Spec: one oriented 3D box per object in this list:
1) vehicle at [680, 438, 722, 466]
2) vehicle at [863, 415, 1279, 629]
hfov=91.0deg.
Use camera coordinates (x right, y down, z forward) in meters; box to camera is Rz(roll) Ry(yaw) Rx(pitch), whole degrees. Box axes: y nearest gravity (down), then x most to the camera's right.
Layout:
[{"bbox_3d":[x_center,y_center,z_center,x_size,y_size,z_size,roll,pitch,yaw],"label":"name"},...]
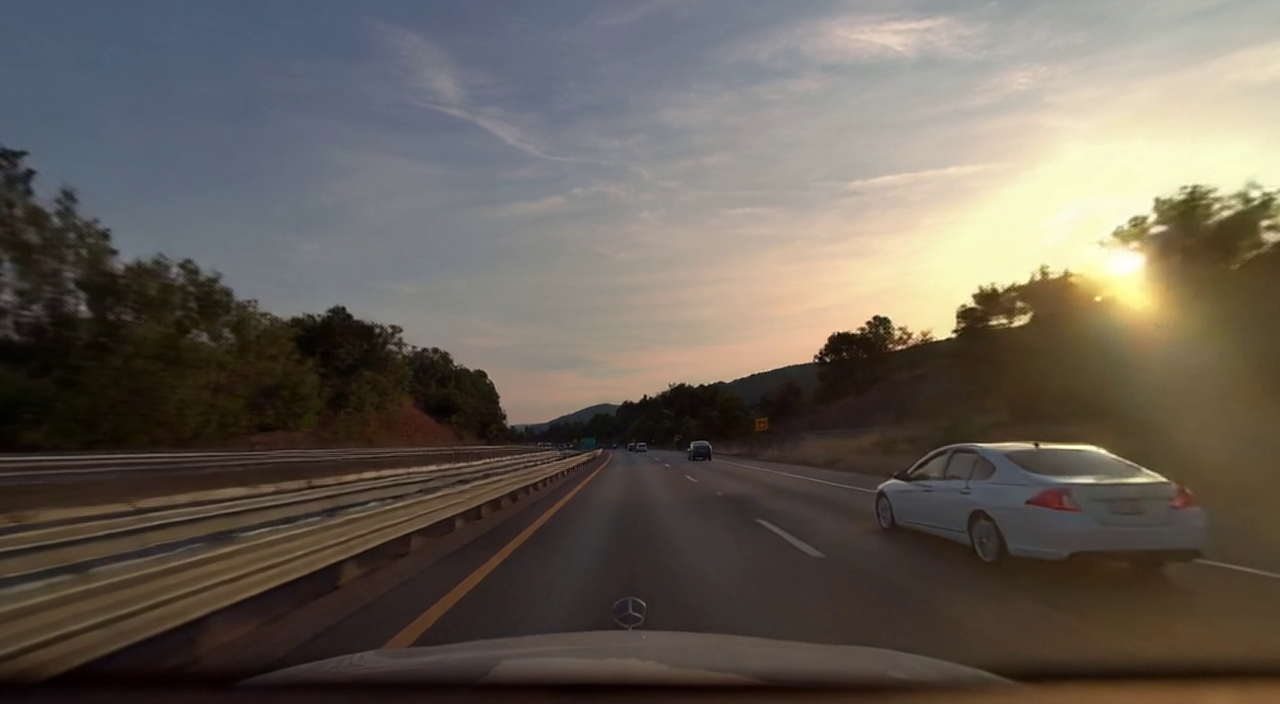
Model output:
[{"bbox_3d":[3.479,5.759,36.418,1.945,1.538,3.729,0,-8,-2],"label":"vehicle"},{"bbox_3d":[4.204,1.529,6.707,2.072,1.528,4.176,0,-8,-1],"label":"vehicle"}]
